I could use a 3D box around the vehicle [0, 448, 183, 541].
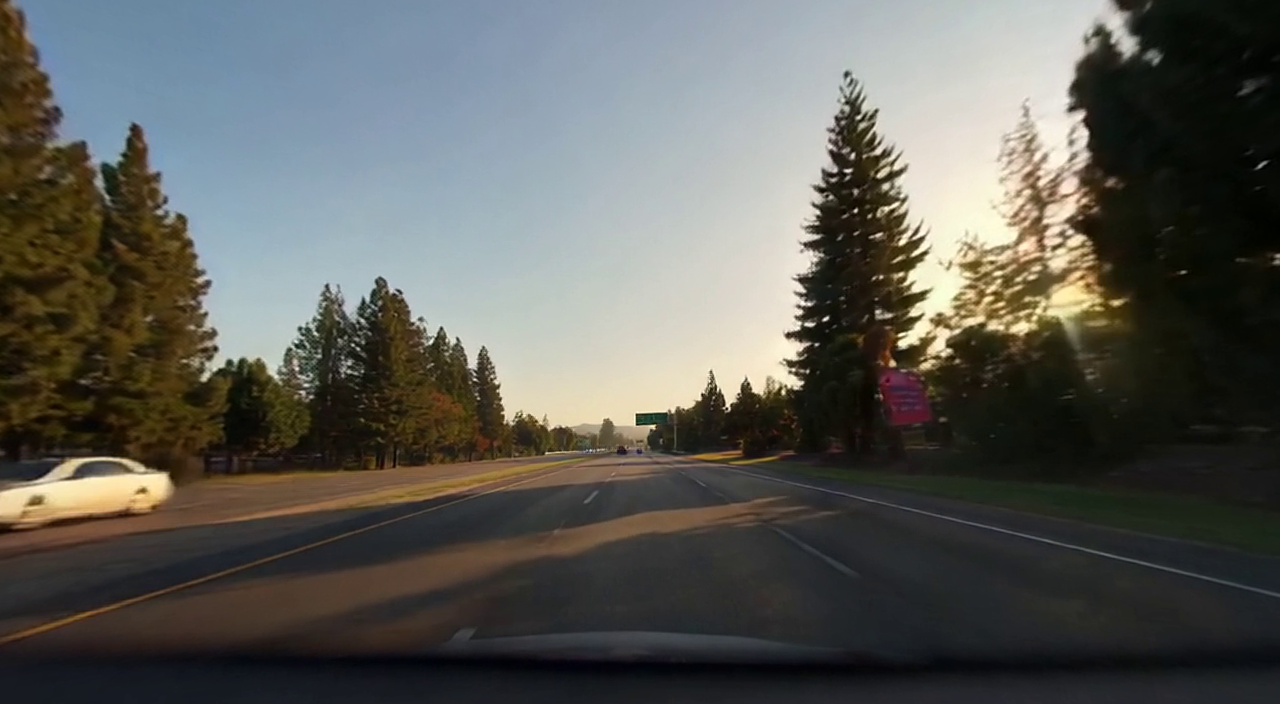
[{"bbox_3d":[-11.086,2.481,11.512,2.087,1.455,4.585,0,-9,0],"label":"vehicle"}]
